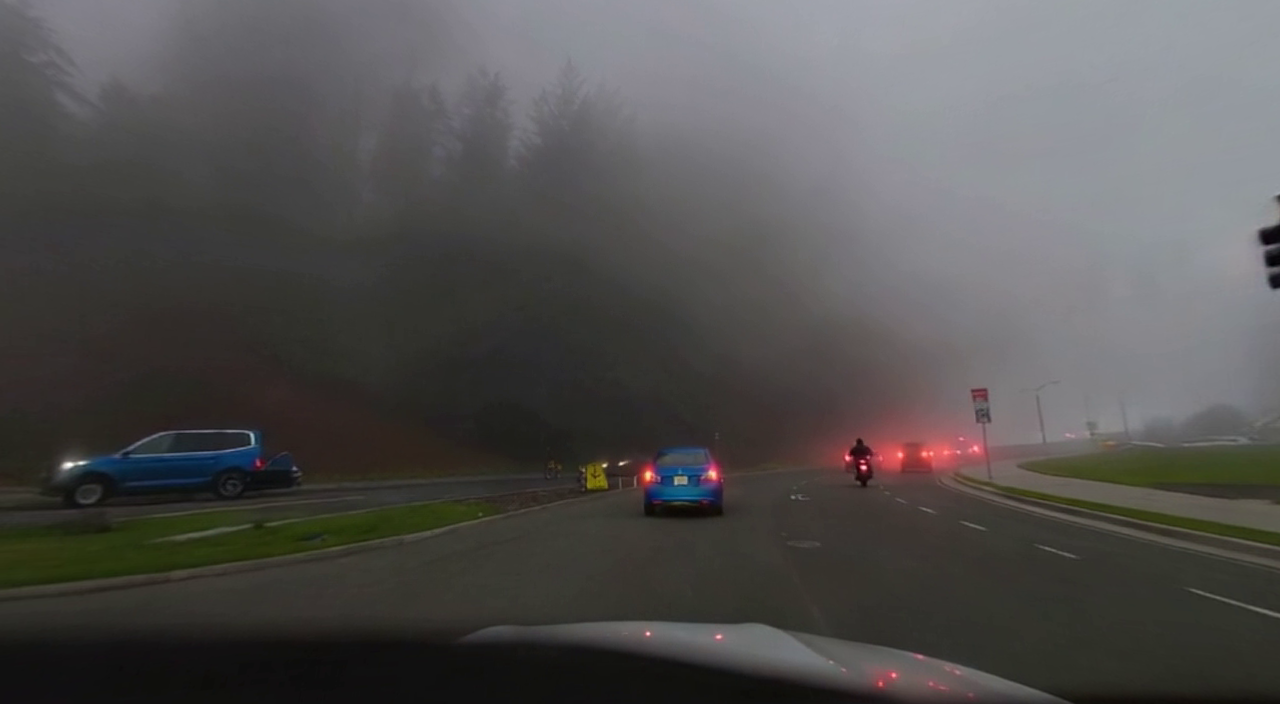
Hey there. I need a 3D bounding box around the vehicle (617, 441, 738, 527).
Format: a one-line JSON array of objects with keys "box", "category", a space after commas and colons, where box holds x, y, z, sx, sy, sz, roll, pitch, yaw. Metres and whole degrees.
[{"box": [0.848, 2.644, 13.060, 2.118, 1.480, 3.949, -1, -9, 6], "category": "vehicle"}]

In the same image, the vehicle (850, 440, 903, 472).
[{"box": [14.277, 6.264, 37.904, 2.212, 1.790, 4.768, -5, -11, 28], "category": "vehicle"}]

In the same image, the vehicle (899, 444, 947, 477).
[{"box": [14.653, 5.584, 32.530, 1.822, 1.555, 3.574, -5, -11, 28], "category": "vehicle"}]

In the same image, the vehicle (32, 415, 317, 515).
[{"box": [-15.202, 3.755, 21.322, 2.287, 2.780, 7.166, -7, -11, 34], "category": "vehicle"}]
